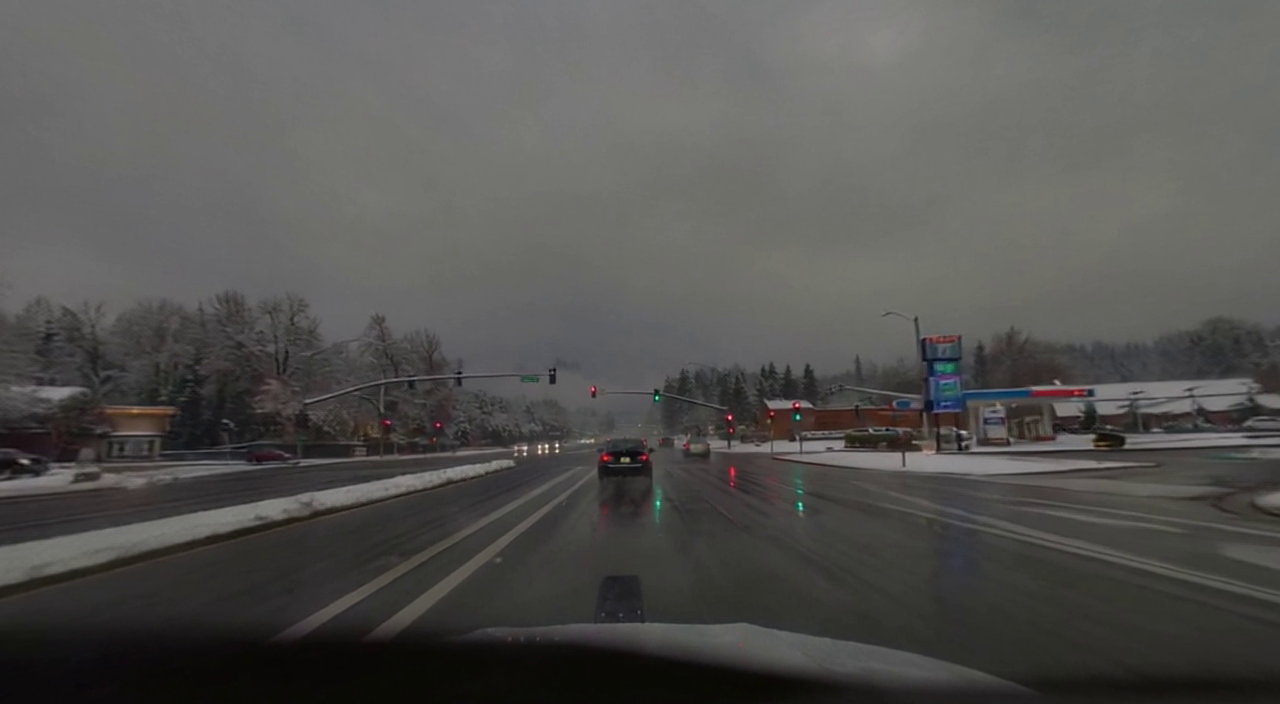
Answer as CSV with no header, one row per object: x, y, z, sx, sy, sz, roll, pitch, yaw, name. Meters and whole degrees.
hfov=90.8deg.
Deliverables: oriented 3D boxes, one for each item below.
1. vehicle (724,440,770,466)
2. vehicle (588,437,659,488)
6.281,6.002,37.692,1.890,1.489,4.396,0,-9,-1,vehicle
-0.491,3.485,20.169,2.040,1.451,3.736,0,-9,0,vehicle
